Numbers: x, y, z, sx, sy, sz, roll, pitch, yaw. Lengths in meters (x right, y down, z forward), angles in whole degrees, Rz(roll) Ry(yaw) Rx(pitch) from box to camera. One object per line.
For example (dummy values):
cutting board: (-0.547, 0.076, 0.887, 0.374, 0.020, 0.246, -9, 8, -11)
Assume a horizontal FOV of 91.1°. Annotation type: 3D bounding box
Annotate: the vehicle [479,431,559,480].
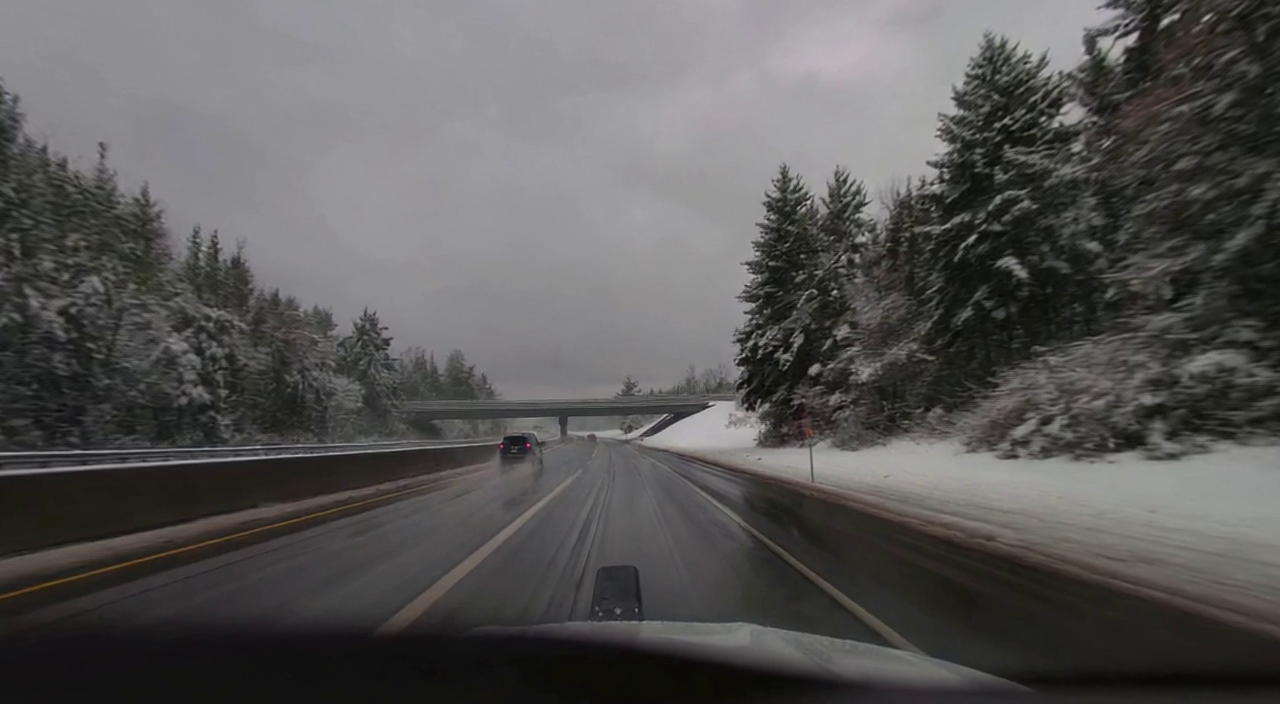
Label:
vehicle: (-4.103, 3.561, 22.026, 2.005, 1.509, 4.260, 0, -8, -1)
